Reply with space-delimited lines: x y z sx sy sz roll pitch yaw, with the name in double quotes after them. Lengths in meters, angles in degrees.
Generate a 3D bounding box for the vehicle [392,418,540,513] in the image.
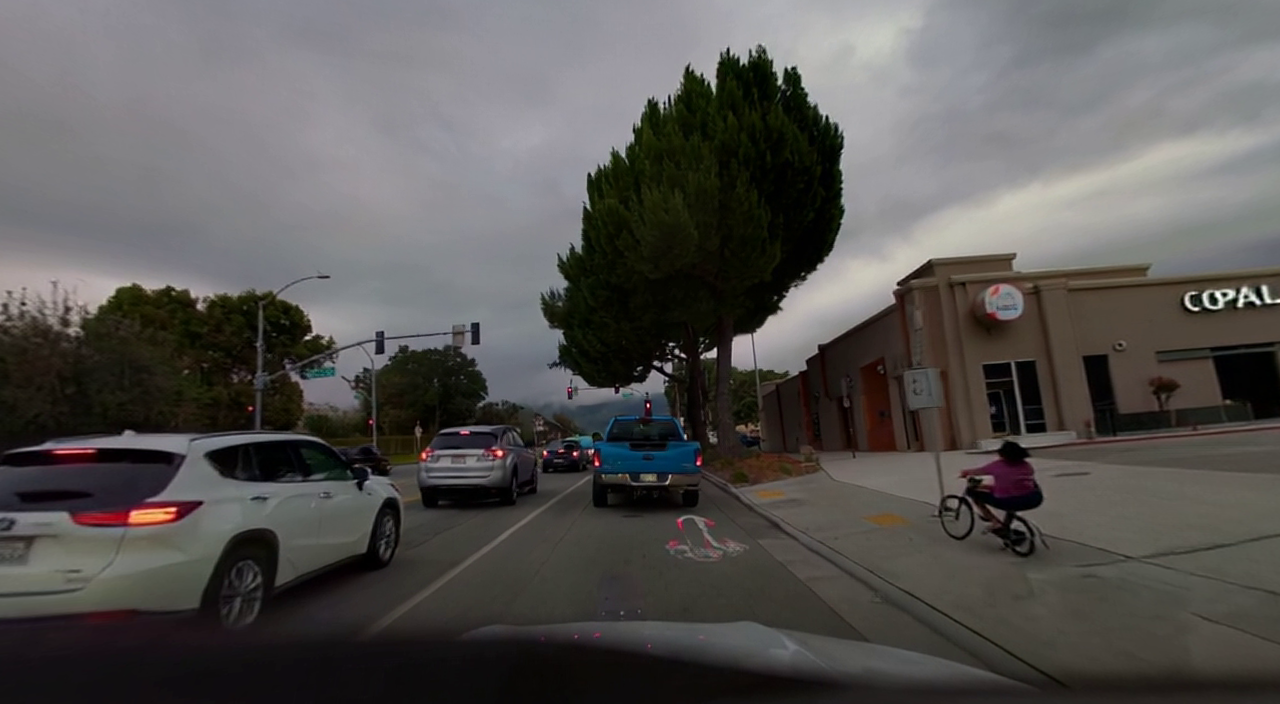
-3.623 2.472 14.145 2.046 1.750 4.452 0 -9 0 "vehicle"

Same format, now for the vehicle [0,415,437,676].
-3.599 1.435 5.782 2.064 1.486 4.140 0 -9 0 "vehicle"

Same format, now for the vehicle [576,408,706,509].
-0.019 2.372 14.378 2.426 1.882 5.027 0 -9 -1 "vehicle"
